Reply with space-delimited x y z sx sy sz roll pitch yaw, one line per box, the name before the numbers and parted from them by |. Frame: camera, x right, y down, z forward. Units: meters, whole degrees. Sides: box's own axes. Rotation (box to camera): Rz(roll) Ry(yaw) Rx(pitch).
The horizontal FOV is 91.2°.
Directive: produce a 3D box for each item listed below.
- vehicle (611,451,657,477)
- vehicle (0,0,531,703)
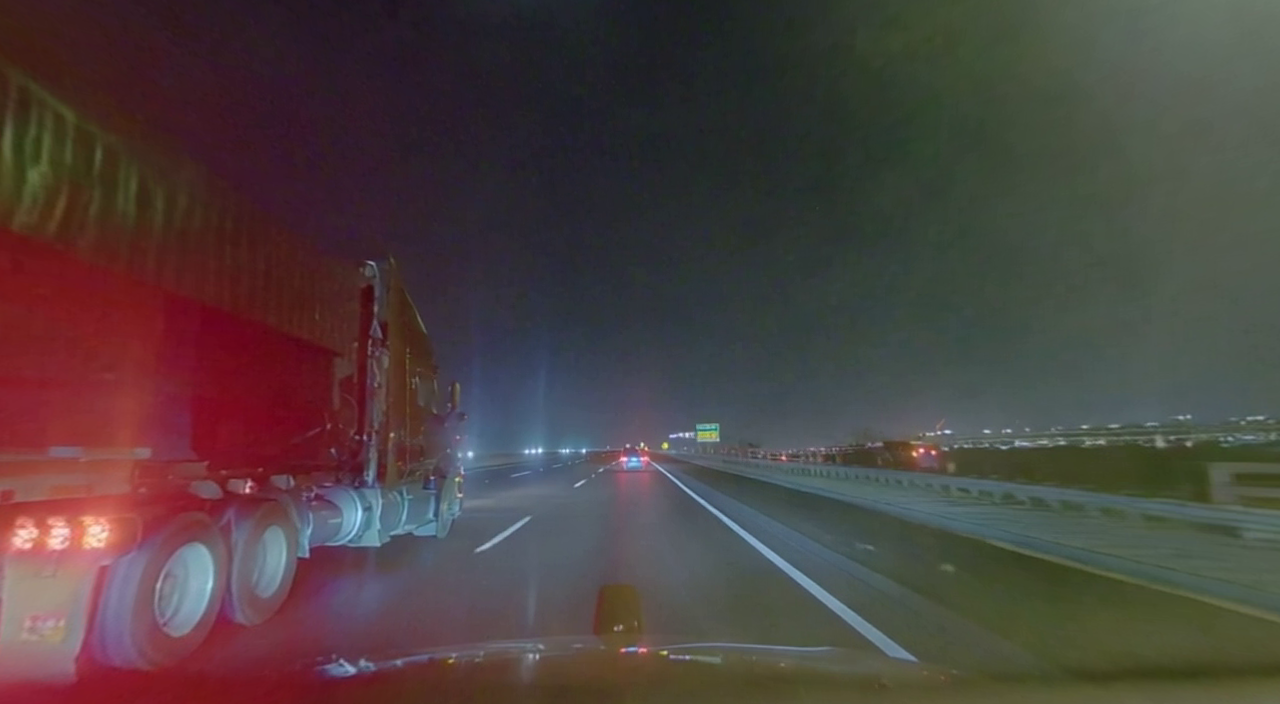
vehicle | -0.311 6.256 35.385 2.398 1.336 5.698 0 -9 0
vehicle | -3.971 0.567 7.697 2.914 4.039 14.493 0 -9 -1
